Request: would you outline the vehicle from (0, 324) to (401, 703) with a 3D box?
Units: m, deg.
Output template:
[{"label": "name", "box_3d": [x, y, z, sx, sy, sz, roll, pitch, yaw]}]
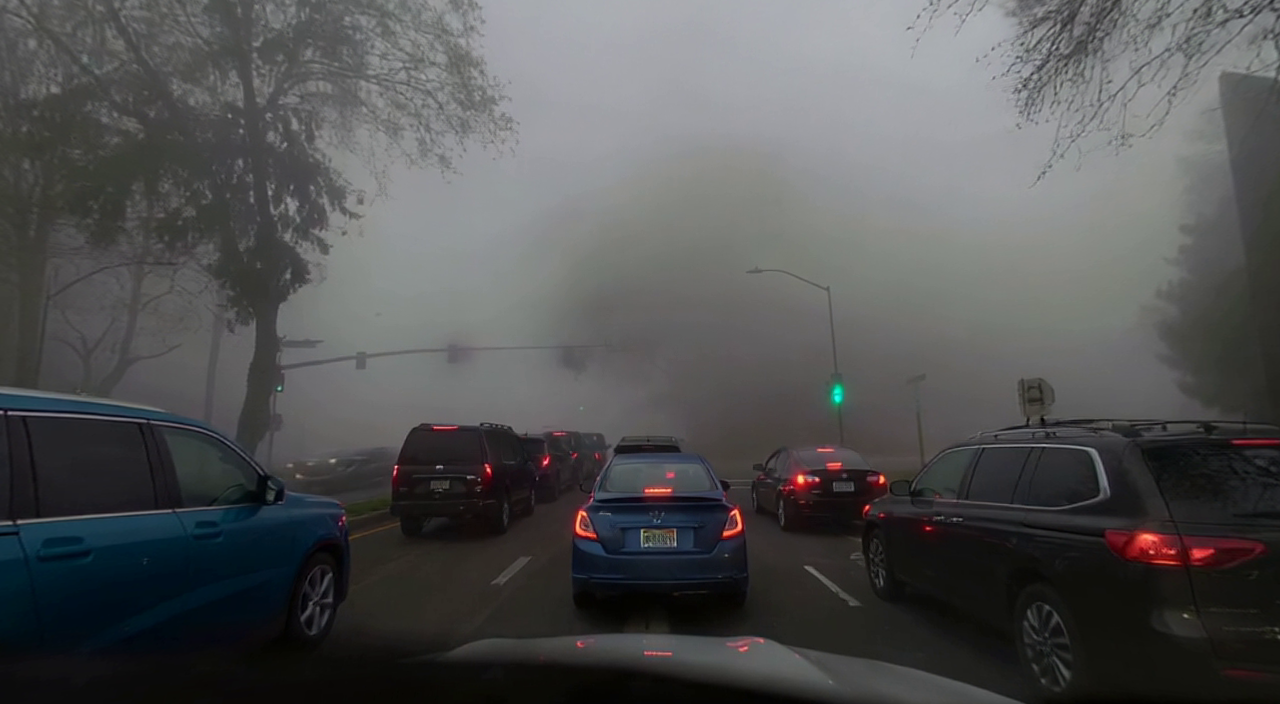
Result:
[{"label": "vehicle", "box_3d": [-3.114, 0.954, 3.296, 1.982, 1.721, 4.261, 0, -8, 1]}]

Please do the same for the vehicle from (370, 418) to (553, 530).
[{"label": "vehicle", "box_3d": [-3.186, 2.300, 12.479, 2.117, 1.772, 4.619, 0, -8, 2]}]

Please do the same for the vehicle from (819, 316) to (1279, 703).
[{"label": "vehicle", "box_3d": [3.215, 1.108, 4.798, 2.141, 1.833, 4.704, 0, -8, -2]}]

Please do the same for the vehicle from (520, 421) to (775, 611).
[{"label": "vehicle", "box_3d": [0.025, 1.597, 7.051, 2.021, 1.490, 3.948, 0, -8, -1]}]
